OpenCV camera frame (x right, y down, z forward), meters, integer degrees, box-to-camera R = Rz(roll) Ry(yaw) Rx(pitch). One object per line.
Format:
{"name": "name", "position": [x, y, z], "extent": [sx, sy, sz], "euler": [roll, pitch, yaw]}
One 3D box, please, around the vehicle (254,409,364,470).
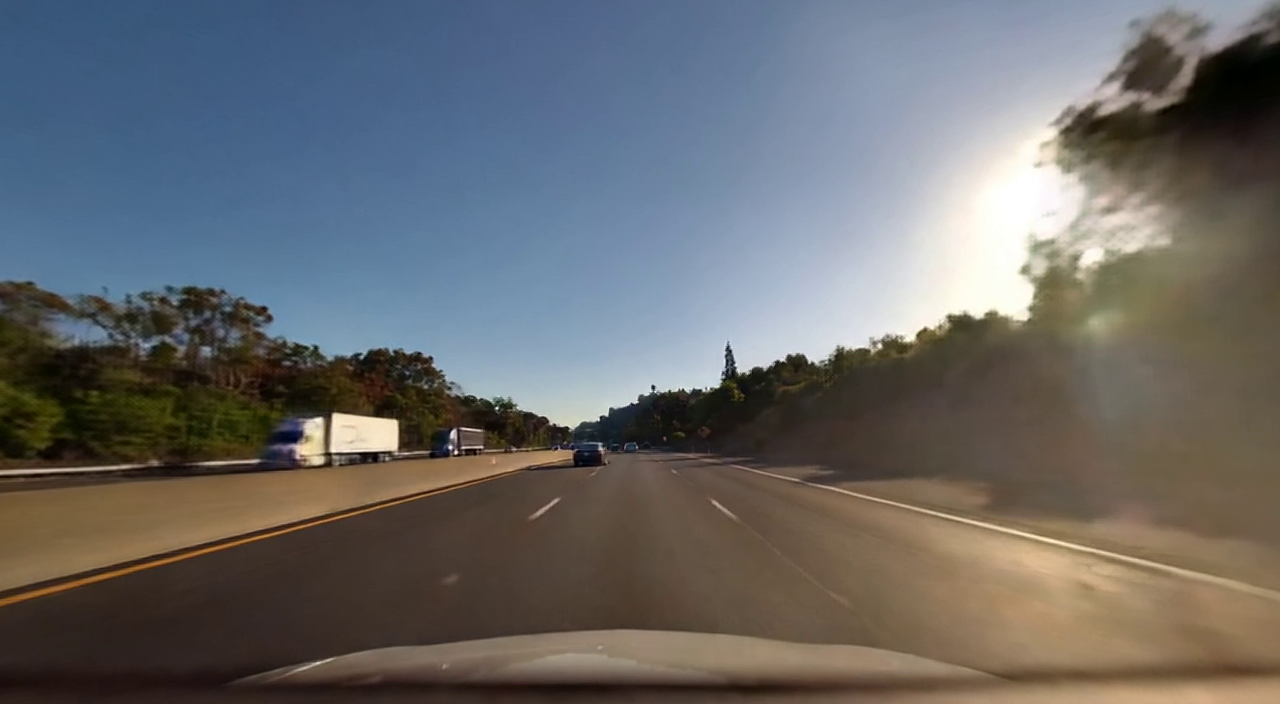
{"name": "vehicle", "position": [-24.634, 6.658, 47.735], "extent": [2.970, 4.086, 9.830], "euler": [0, -8, 0]}

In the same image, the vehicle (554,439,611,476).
{"name": "vehicle", "position": [-2.534, 4.798, 28.984], "extent": [2.158, 1.562, 4.373], "euler": [0, -8, 1]}
